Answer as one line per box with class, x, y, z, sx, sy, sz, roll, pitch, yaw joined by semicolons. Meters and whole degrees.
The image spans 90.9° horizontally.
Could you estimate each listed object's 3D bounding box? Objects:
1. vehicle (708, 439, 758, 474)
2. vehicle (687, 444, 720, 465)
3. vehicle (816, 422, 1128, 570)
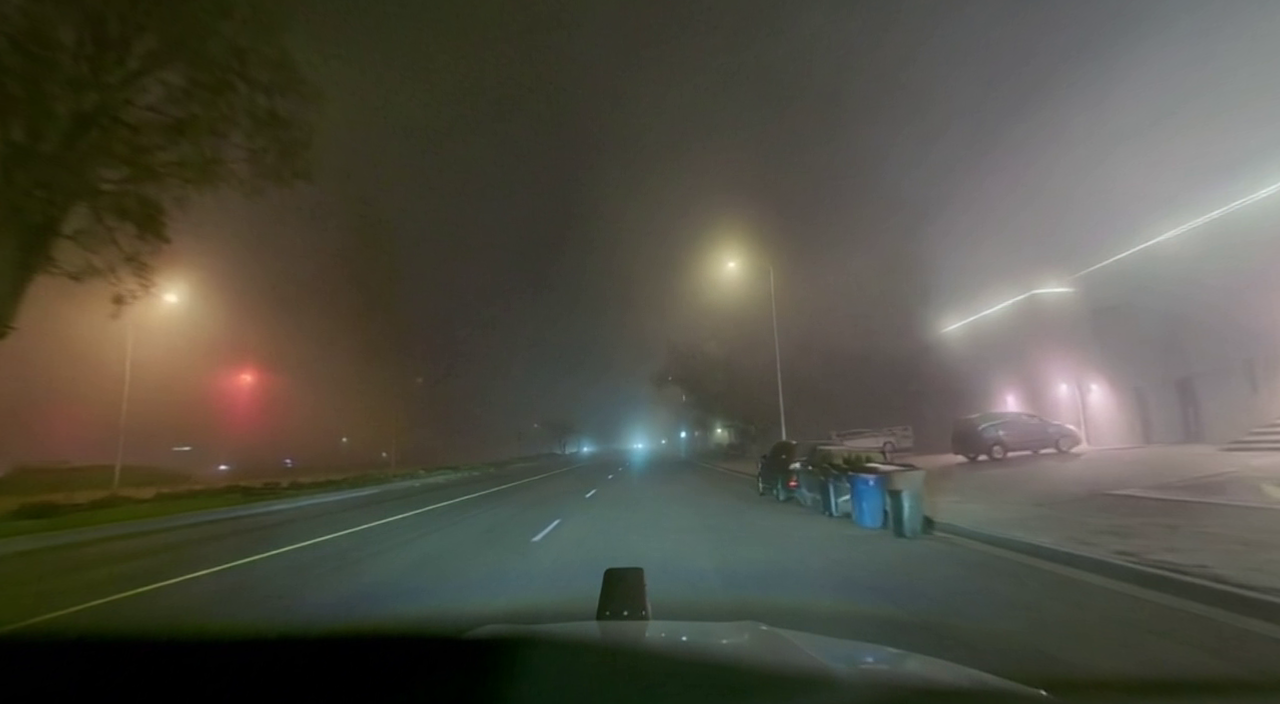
vehicle;4.682;5.336;32.420;1.906;1.620;4.837;0;-8;0
vehicle;4.572;7.424;45.832;1.910;1.429;4.441;0;-8;0
vehicle;4.333;1.944;9.491;1.962;1.590;5.179;0;-8;1
